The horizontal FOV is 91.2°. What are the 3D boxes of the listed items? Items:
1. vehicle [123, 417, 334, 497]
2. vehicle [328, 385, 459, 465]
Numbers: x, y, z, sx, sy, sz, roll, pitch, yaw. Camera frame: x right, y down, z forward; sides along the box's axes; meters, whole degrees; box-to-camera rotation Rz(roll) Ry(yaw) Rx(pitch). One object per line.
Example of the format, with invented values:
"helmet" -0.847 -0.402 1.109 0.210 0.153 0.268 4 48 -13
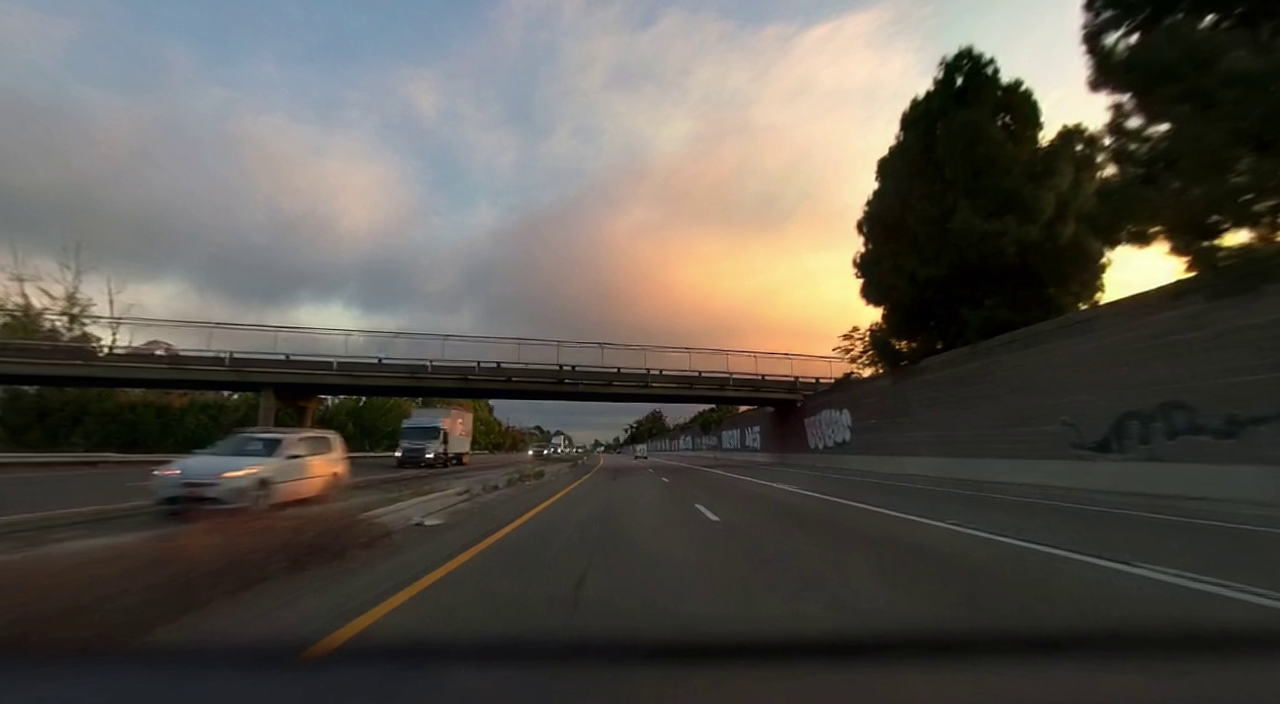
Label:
"vehicle" -9.305 2.436 14.764 1.964 1.571 4.454 0 -9 0
"vehicle" -14.437 4.745 38.596 3.020 3.998 14.022 0 -9 -3
